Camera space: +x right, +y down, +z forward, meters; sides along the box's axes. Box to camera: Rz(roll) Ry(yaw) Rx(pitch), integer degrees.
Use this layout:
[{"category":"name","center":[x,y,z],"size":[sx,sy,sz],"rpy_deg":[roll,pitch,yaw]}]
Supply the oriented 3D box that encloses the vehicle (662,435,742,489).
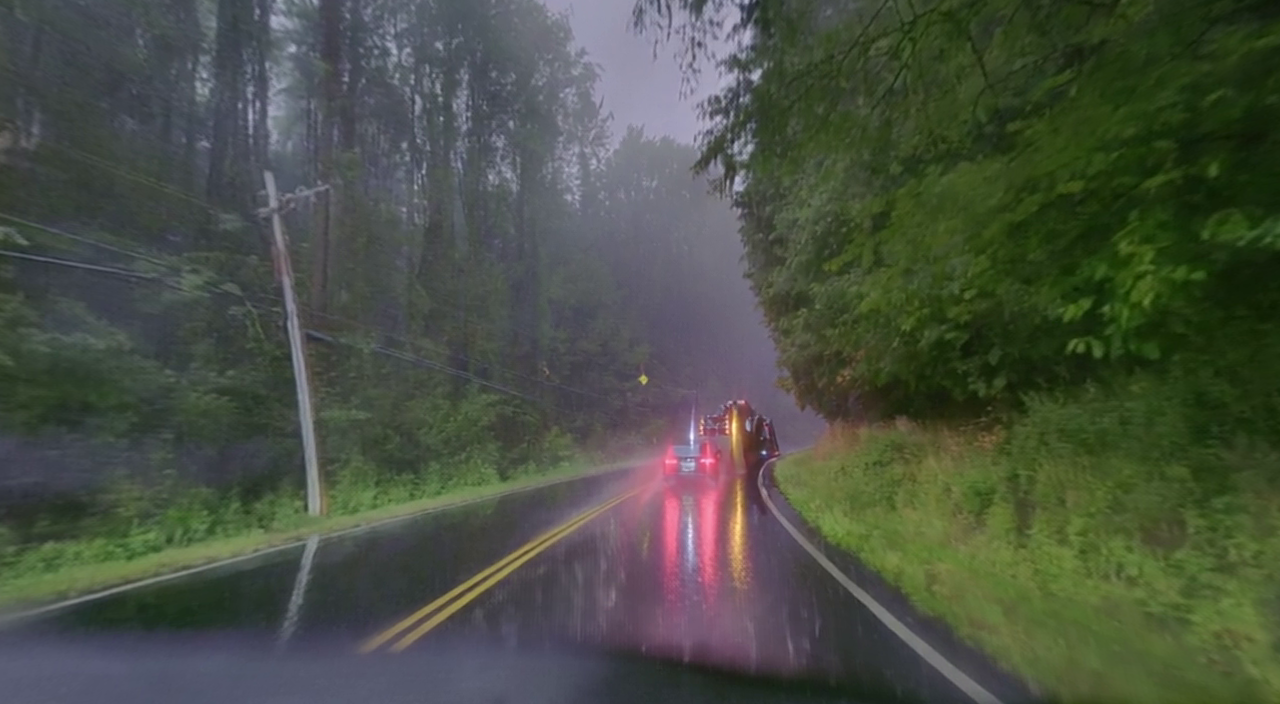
[{"category":"vehicle","center":[2.031,3.357,19.626],"size":[2.196,1.465,4.294],"rpy_deg":[-1,-9,9]}]

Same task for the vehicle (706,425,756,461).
[{"category":"vehicle","center":[5.634,5.564,38.548],"size":[2.376,2.051,5.366],"rpy_deg":[-2,-9,14]}]
